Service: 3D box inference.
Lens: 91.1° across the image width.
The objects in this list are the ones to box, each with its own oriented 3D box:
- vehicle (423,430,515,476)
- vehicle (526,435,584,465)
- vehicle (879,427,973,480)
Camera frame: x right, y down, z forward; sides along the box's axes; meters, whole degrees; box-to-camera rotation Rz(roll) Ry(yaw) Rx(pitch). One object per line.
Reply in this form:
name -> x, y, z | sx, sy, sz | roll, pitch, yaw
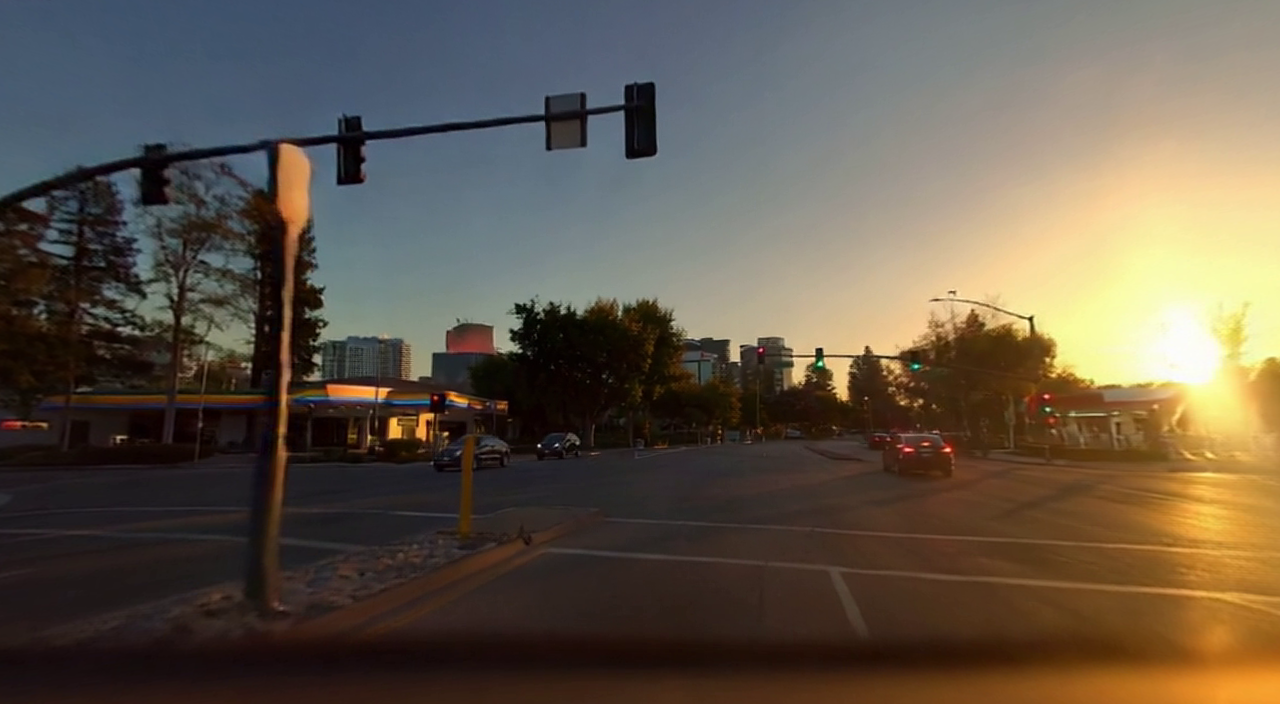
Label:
vehicle -> -7.501, 4.489, 28.162 | 2.112, 1.853, 4.516 | -2, -9, 11
vehicle -> -5.287, 6.155, 39.637 | 2.090, 1.779, 4.697 | -2, -9, 12
vehicle -> 10.209, 3.630, 22.752 | 2.090, 1.717, 4.063 | -1, -9, 10
